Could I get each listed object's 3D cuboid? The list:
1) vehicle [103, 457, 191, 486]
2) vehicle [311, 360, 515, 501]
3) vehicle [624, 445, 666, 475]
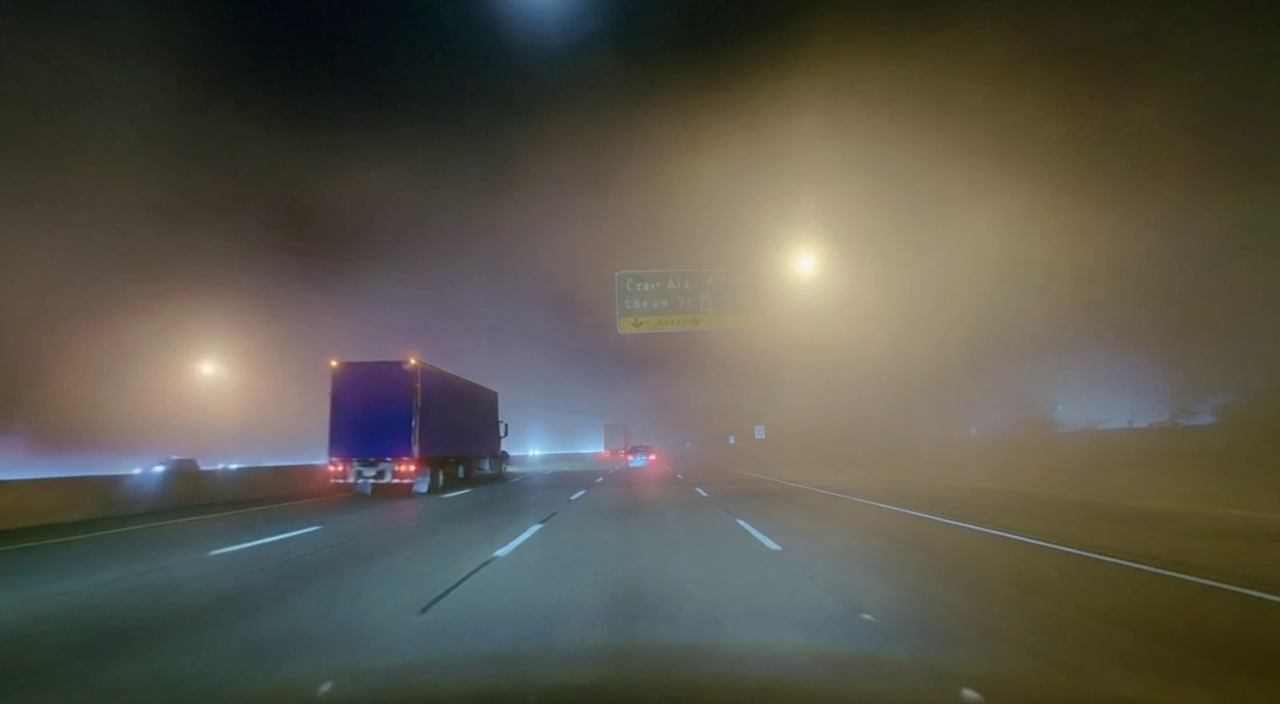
[{"bbox_3d":[-31.201,7.557,40.044,1.878,1.613,4.488,-1,-9,2],"label":"vehicle"},{"bbox_3d":[-7.217,2.942,22.630,3.067,3.804,11.136,0,-9,1],"label":"vehicle"},{"bbox_3d":[0.224,5.710,33.478,2.066,1.469,4.050,0,-9,-1],"label":"vehicle"}]
